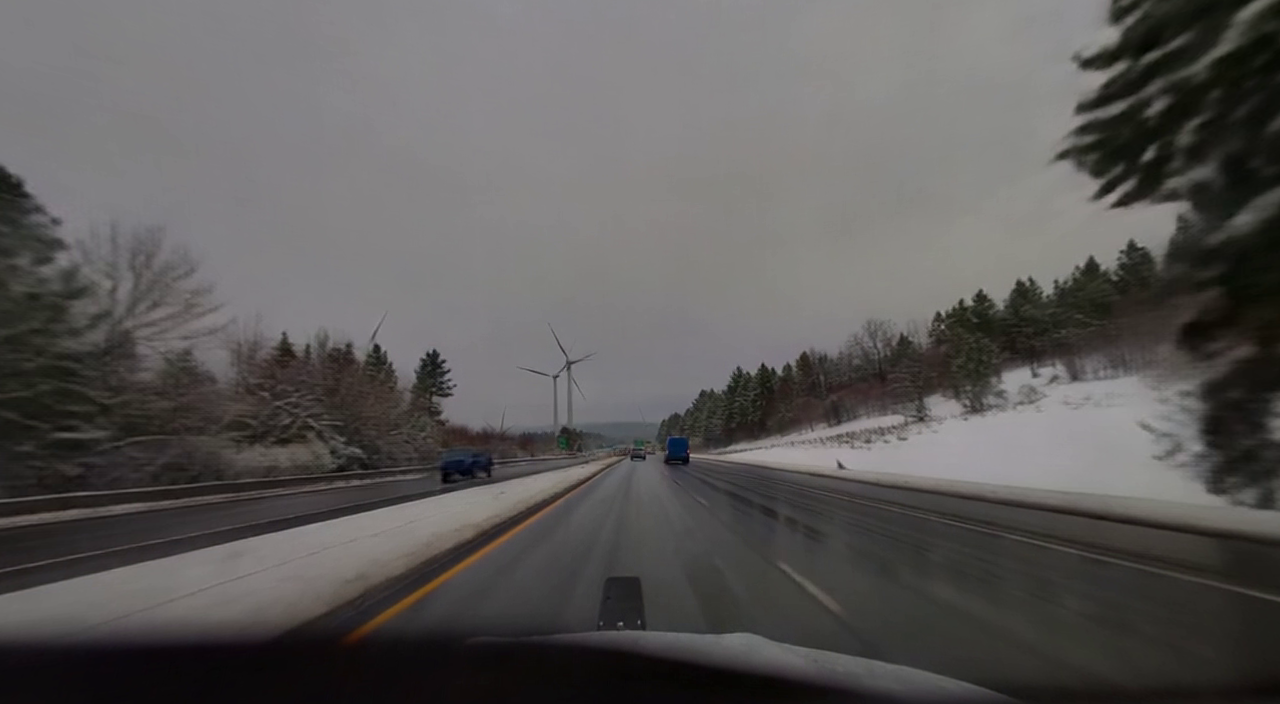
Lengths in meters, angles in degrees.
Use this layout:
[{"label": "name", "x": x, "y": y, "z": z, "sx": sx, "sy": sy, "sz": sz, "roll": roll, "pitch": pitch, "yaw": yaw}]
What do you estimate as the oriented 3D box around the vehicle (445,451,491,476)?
[{"label": "vehicle", "x": -12.407, "y": 8.044, "z": 45.648, "sx": 1.999, "sy": 1.666, "sz": 4.506, "roll": 0, "pitch": -9, "yaw": 0}]
